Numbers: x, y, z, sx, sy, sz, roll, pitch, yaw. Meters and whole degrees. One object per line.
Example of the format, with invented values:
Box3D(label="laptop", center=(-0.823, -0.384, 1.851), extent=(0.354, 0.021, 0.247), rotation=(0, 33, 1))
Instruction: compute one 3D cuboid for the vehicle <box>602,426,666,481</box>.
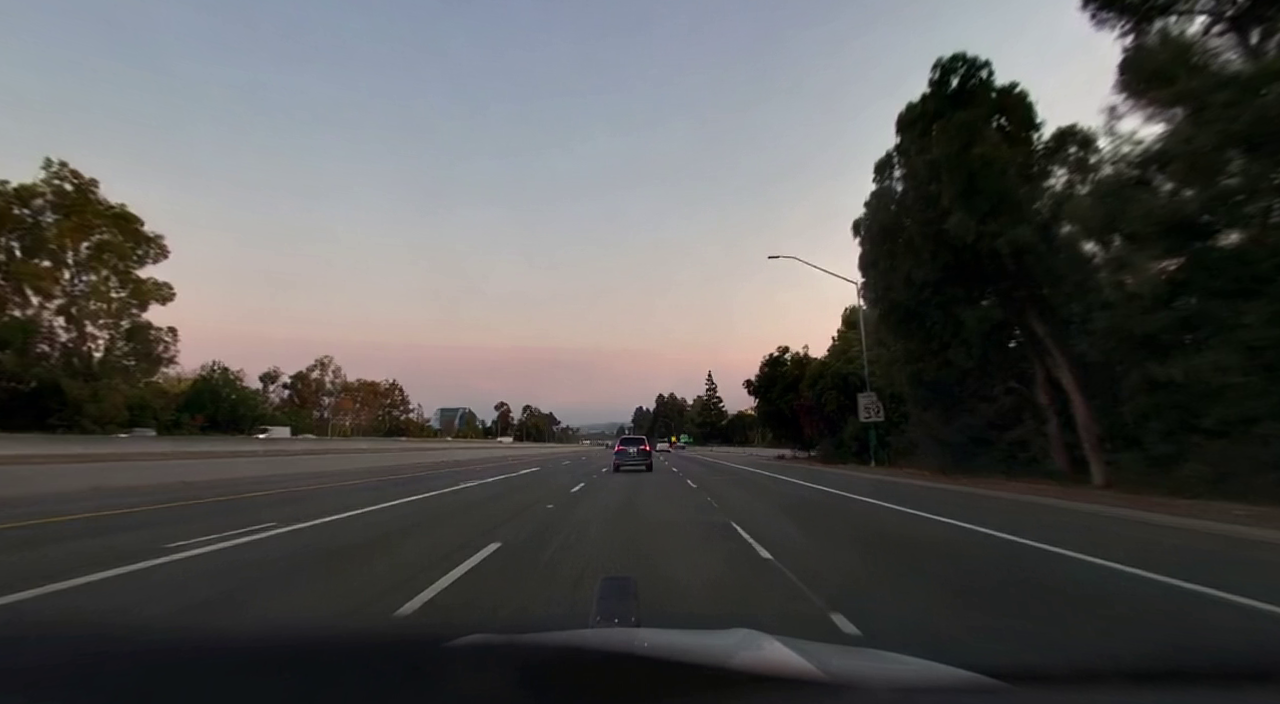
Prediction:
Box3D(label="vehicle", center=(-0.178, 3.911, 24.637), extent=(2.269, 1.924, 4.596), rotation=(0, -8, 1))

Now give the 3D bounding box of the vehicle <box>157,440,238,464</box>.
Box3D(label="vehicle", center=(-29.710, 6.740, 42.644), extent=(1.917, 1.509, 4.817), rotation=(0, -8, 1))
